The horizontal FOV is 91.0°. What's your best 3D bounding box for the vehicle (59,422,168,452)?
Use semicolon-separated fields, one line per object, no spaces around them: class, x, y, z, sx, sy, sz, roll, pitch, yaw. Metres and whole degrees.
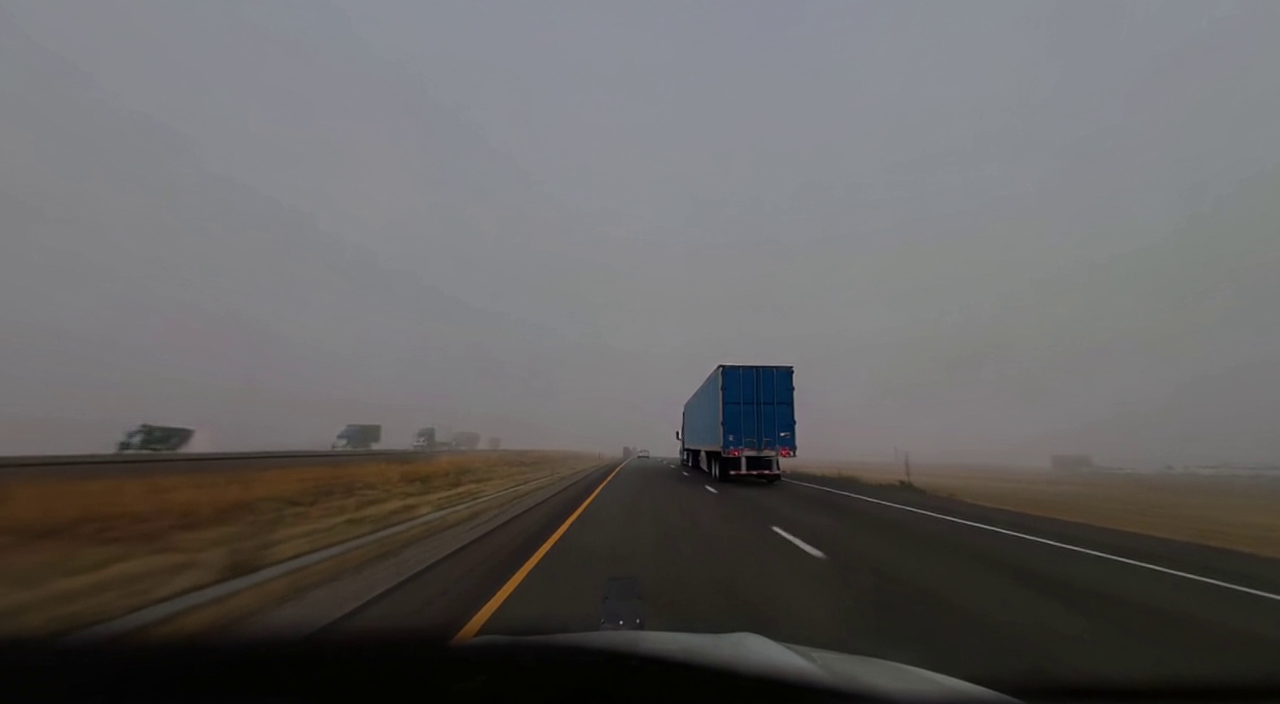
vehicle;-30.063;4.936;36.210;1.958;1.553;4.931;0;-9;0

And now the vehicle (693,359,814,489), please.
vehicle;4.197;3.314;26.913;2.818;4.206;12.987;0;-9;0
